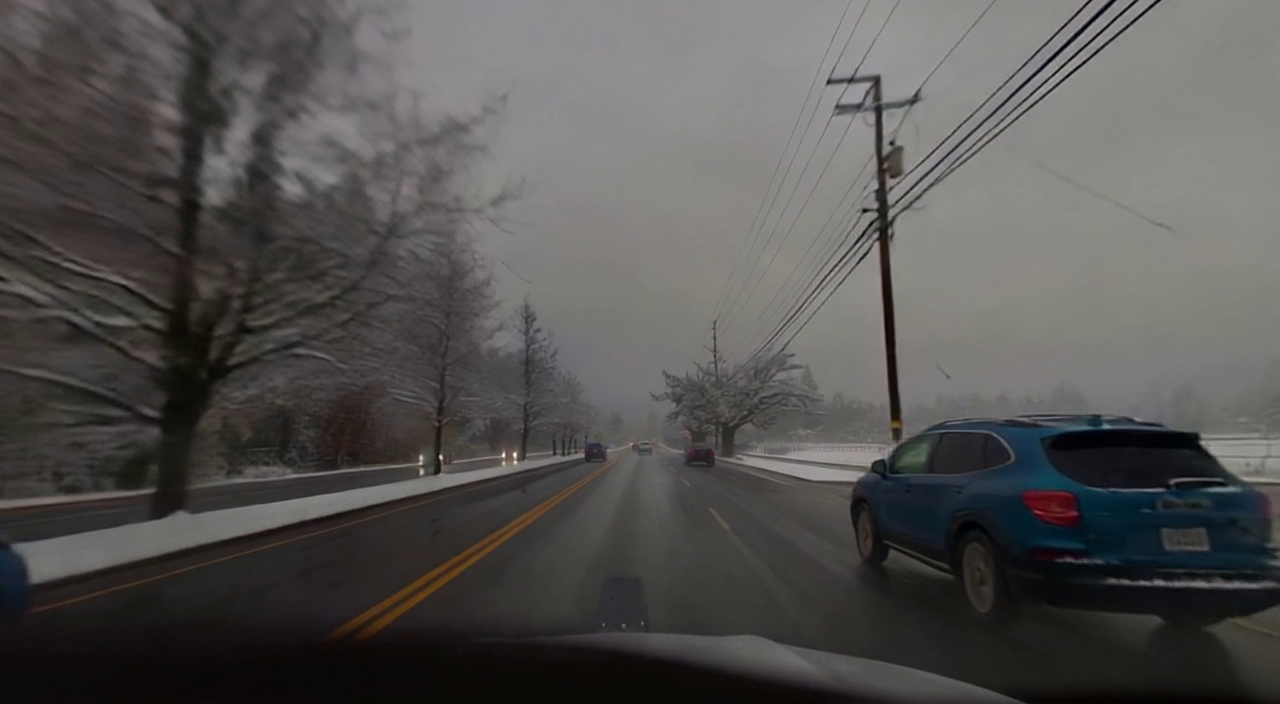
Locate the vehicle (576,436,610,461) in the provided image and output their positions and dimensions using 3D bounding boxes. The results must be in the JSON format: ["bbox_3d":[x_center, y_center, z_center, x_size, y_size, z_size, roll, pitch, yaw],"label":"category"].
[{"bbox_3d":[-3.398,7.104,46.318,2.066,1.725,4.241,0,-8,1],"label":"vehicle"}]

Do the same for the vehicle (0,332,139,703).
[{"bbox_3d":[-3.733,0.581,0.991,2.104,1.785,4.494,0,-8,1],"label":"vehicle"}]

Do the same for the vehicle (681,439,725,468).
[{"bbox_3d":[3.407,5.577,34.877,1.906,1.468,4.422,0,-8,0],"label":"vehicle"}]

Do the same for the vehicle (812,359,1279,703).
[{"bbox_3d":[3.233,1.226,5.484,2.182,1.744,4.464,0,-8,0],"label":"vehicle"}]
